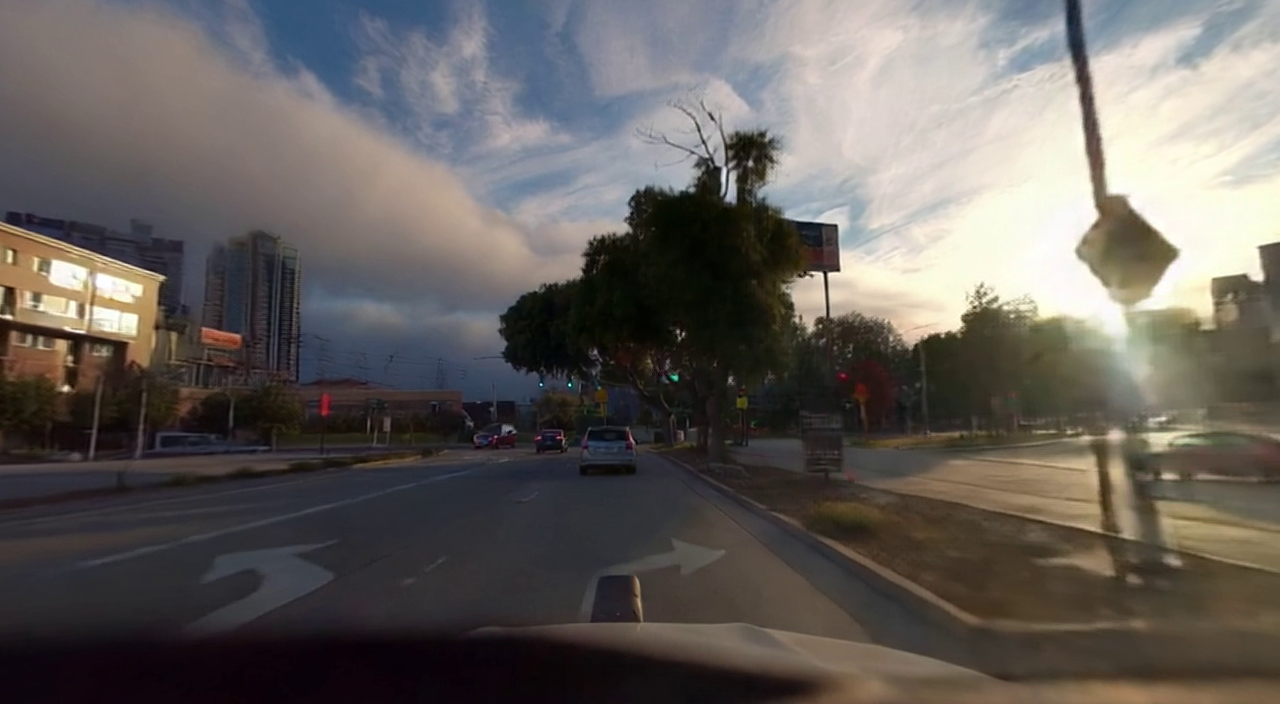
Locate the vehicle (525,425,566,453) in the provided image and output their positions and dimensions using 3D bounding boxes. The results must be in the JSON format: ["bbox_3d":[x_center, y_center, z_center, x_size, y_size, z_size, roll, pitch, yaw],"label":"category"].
[{"bbox_3d":[-5.241,4.890,35.335,2.023,1.485,3.721,1,-8,-5],"label":"vehicle"}]

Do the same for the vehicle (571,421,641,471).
[{"bbox_3d":[-1.118,3.286,22.152,2.231,1.572,4.227,0,-8,-1],"label":"vehicle"}]

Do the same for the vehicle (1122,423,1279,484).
[{"bbox_3d":[19.545,3.548,21.478,1.932,1.762,4.835,0,-13,-6],"label":"vehicle"}]

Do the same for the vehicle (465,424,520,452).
[{"bbox_3d":[-9.441,5.567,40.721,1.994,1.717,4.380,-1,-8,8],"label":"vehicle"}]
